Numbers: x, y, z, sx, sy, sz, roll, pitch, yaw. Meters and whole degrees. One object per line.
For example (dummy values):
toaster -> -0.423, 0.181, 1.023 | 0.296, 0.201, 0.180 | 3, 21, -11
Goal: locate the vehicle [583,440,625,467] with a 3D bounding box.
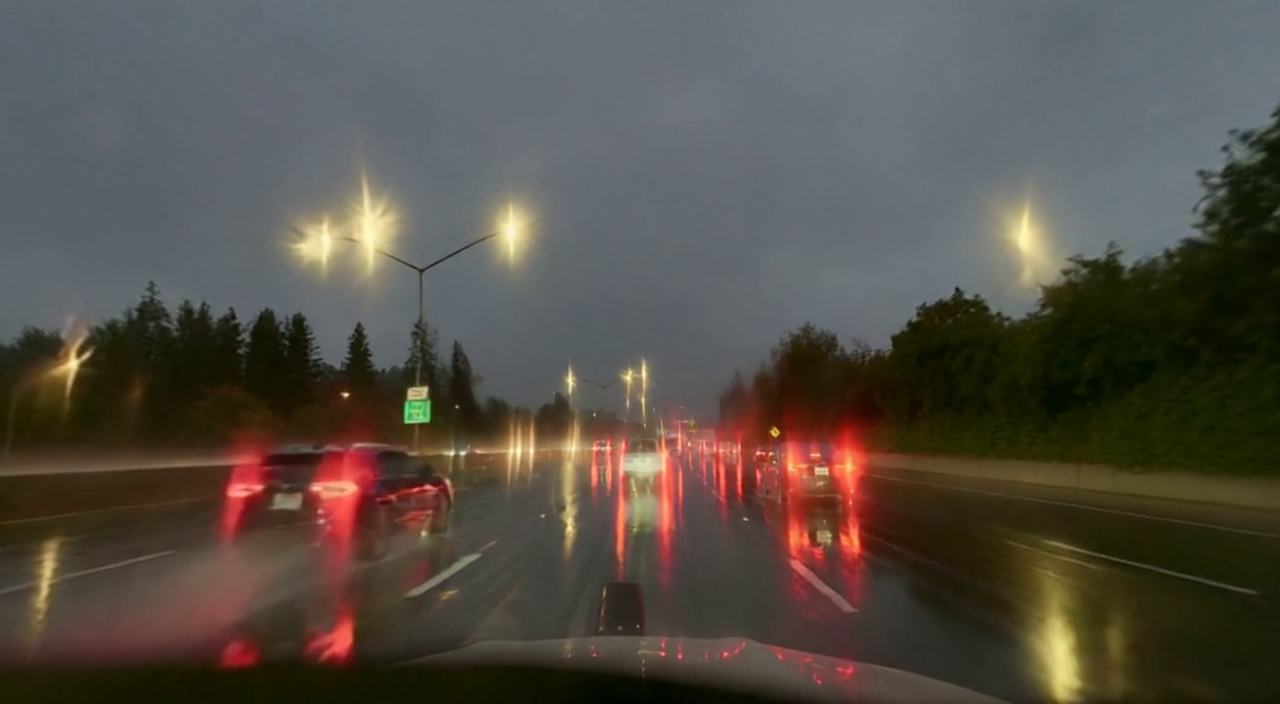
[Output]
vehicle -> -2.274, 6.661, 41.459 | 2.128, 1.627, 4.697 | 0, -9, 4

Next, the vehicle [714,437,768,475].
vehicle -> 4.950, 5.176, 31.529 | 2.063, 1.710, 4.591 | 0, -9, 2

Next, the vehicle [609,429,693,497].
vehicle -> 0.336, 3.186, 18.397 | 2.181, 1.728, 3.970 | 0, -9, 1

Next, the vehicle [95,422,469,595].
vehicle -> -3.752, 1.703, 7.716 | 2.012, 1.495, 4.169 | 0, -9, 2

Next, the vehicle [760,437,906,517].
vehicle -> 4.148, 2.764, 14.407 | 1.999, 1.514, 4.338 | 0, -9, 0
